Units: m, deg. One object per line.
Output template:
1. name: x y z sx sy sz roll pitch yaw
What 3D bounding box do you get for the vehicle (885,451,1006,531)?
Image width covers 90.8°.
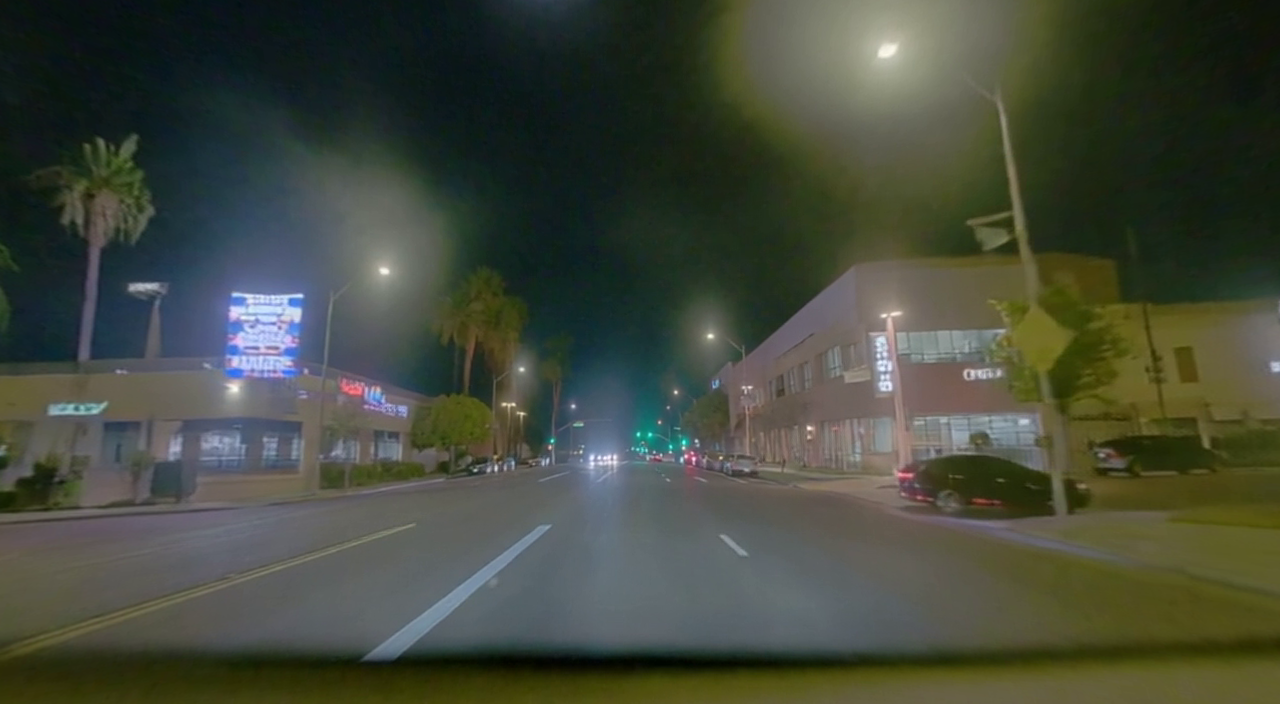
1. vehicle: 7.172 3.036 14.557 2.067 1.477 4.653 -5 -10 30

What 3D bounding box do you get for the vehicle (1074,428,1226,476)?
1. vehicle: 21.479 4.225 26.769 4.482 1.895 2.176 0 -9 -1

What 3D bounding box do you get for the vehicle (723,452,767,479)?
1. vehicle: 6.455 7.036 39.478 1.840 1.503 4.760 0 -9 -1
